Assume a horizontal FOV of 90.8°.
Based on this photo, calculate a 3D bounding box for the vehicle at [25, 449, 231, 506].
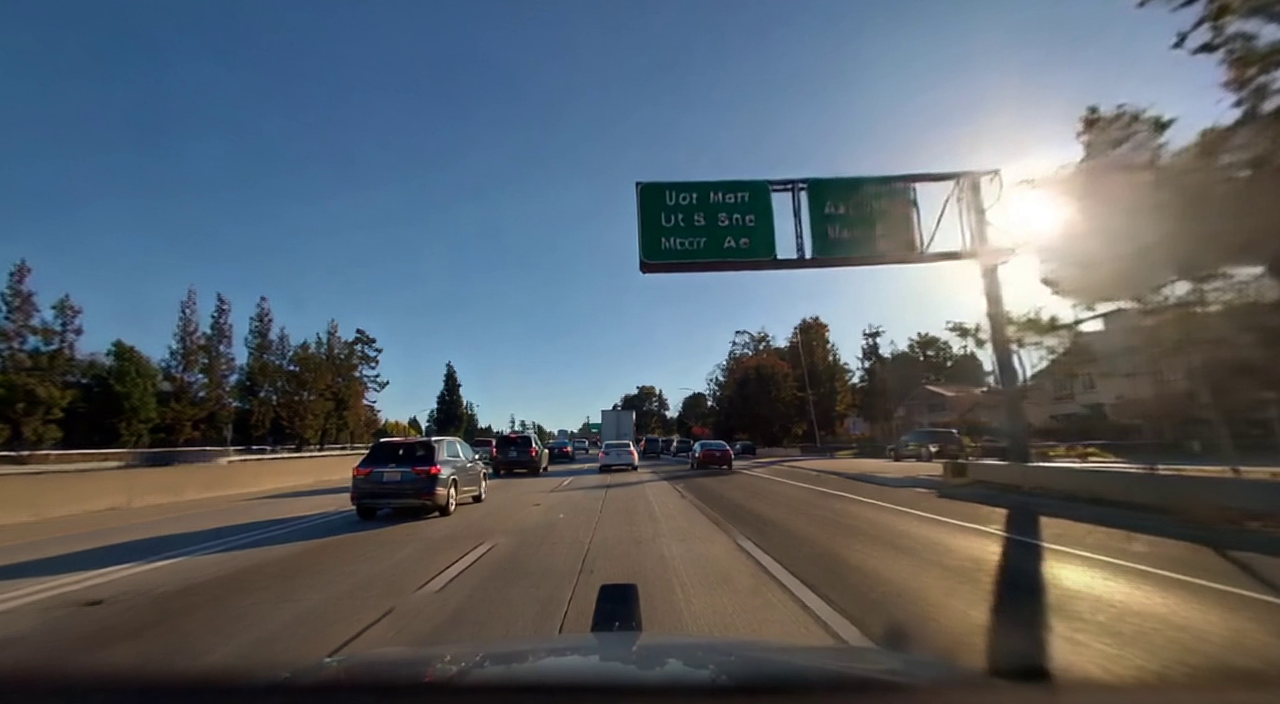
[{"bbox_3d":[-14.750,3.604,18.701,2.095,1.463,4.841,0,-9,-1],"label":"vehicle"}]

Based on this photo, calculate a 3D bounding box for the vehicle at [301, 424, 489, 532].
[{"bbox_3d":[-4.324,2.289,11.968,1.988,1.668,4.021,0,-9,-1],"label":"vehicle"}]

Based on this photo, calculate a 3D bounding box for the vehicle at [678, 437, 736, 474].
[{"bbox_3d":[2.952,4.685,28.694,2.027,1.554,4.252,0,-9,-2],"label":"vehicle"}]

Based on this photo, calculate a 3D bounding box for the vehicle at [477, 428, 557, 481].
[{"bbox_3d":[-4.891,4.192,26.049,2.301,1.944,5.482,0,-9,-1],"label":"vehicle"}]

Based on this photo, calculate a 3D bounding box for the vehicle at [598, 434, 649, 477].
[{"bbox_3d":[-0.720,4.502,27.547,2.063,1.703,4.203,0,-9,-2],"label":"vehicle"}]

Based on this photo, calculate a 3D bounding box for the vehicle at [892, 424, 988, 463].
[{"bbox_3d":[14.054,4.363,29.932,2.048,1.674,4.106,1,-9,-9],"label":"vehicle"}]
